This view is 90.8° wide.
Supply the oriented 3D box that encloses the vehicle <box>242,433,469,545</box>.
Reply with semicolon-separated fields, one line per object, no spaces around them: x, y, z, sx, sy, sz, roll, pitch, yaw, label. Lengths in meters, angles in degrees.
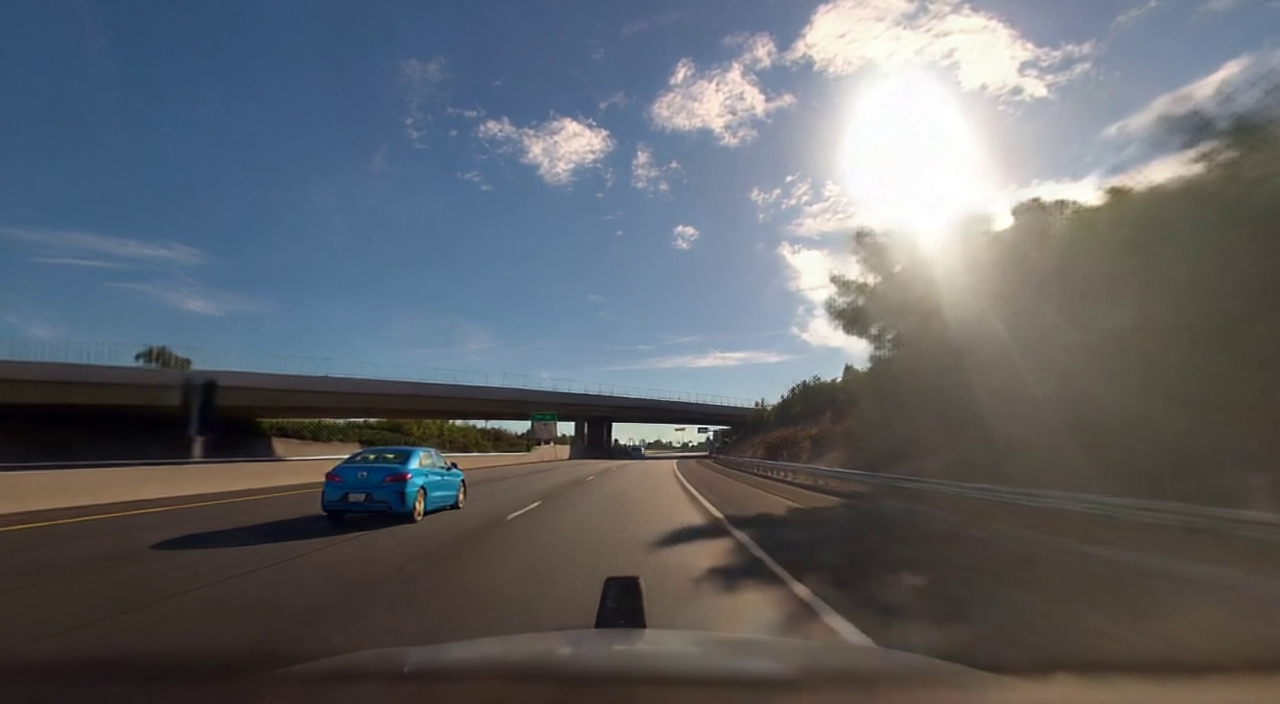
-4.369;2.142;10.465;1.928;1.504;3.745;0;-9;1;vehicle
